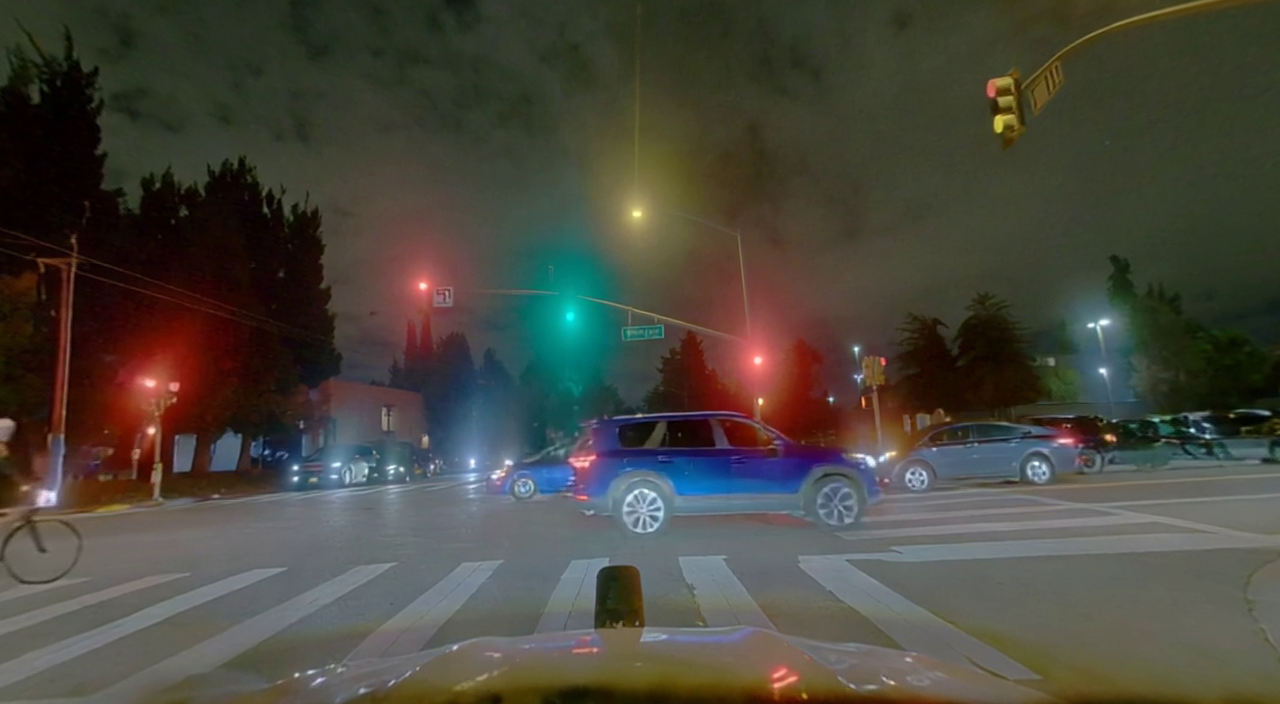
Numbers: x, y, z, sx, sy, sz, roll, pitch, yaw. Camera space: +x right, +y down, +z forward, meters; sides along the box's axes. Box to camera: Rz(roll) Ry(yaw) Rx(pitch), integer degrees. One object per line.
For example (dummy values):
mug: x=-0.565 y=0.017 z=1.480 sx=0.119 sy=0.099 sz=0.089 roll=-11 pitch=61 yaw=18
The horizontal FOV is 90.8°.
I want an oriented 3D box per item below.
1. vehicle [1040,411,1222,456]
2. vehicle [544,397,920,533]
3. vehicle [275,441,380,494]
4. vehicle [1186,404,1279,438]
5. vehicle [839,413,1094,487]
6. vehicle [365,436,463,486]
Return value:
vehicle: x=16.961 y=2.904 z=22.106 sx=4.560 sy=1.453 sz=1.851 roll=-3 pitch=-9 yaw=18
vehicle: x=1.278 y=1.748 z=9.840 sx=5.122 sy=1.781 sz=2.098 roll=-2 pitch=-9 yaw=6
vehicle: x=-13.729 y=5.056 z=28.147 sx=2.251 sy=1.957 sz=4.968 roll=-4 pitch=-9 yaw=-1
vehicle: x=34.911 y=4.015 z=36.641 sx=4.326 sy=1.511 sz=1.725 roll=-8 pitch=-9 yaw=17
vehicle: x=6.724 y=2.143 z=13.530 sx=4.385 sy=1.419 sz=1.855 roll=-1 pitch=-12 yaw=7
vehicle: x=-10.172 y=4.949 z=29.056 sx=2.475 sy=1.940 sz=5.702 roll=-3 pitch=-9 yaw=0
